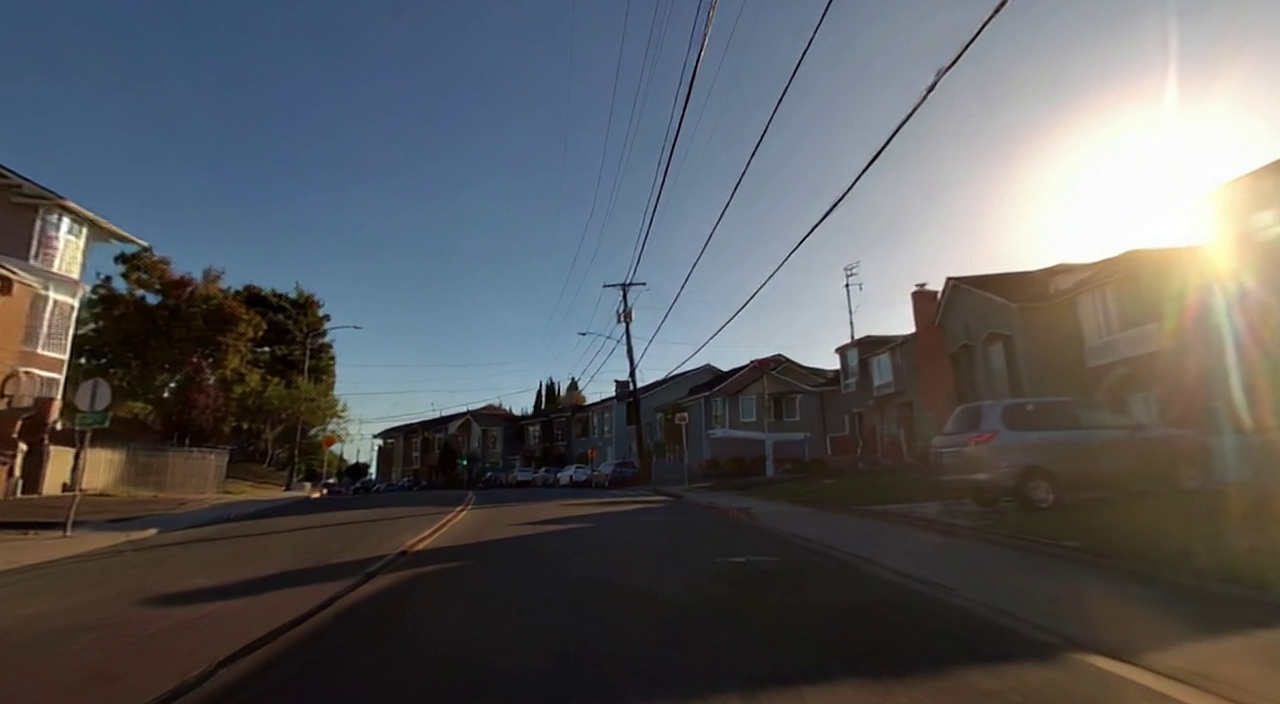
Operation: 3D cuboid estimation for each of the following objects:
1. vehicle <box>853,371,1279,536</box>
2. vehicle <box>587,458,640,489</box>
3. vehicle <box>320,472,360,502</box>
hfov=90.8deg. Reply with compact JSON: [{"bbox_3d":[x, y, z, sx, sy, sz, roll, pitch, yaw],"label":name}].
[{"bbox_3d":[6.743,1.592,10.262,5.578,1.842,2.300,-4,-9,-7],"label":"vehicle"},{"bbox_3d":[-2.076,9.007,47.241,2.184,1.885,5.343,3,-8,-23],"label":"vehicle"},{"bbox_3d":[-20.167,9.009,42.412,1.994,1.515,4.385,4,-8,-30],"label":"vehicle"}]
